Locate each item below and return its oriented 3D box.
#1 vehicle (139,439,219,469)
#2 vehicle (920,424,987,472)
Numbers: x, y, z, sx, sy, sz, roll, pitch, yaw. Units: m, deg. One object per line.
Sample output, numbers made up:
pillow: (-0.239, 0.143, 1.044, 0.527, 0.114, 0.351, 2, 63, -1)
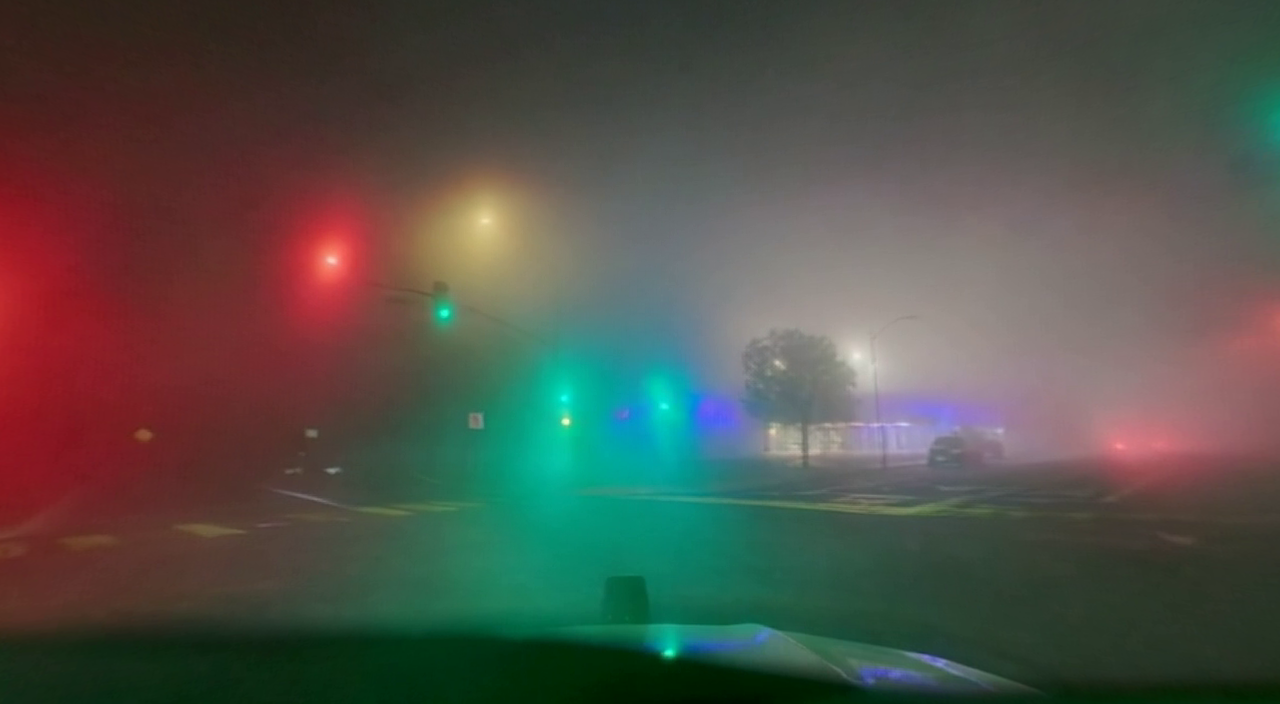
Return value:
vehicle: (-31.781, 7.001, 43.389, 5.570, 1.923, 2.336, -6, -11, 31)
vehicle: (19.719, 6.013, 39.500, 2.324, 2.750, 5.997, -8, -11, 38)
